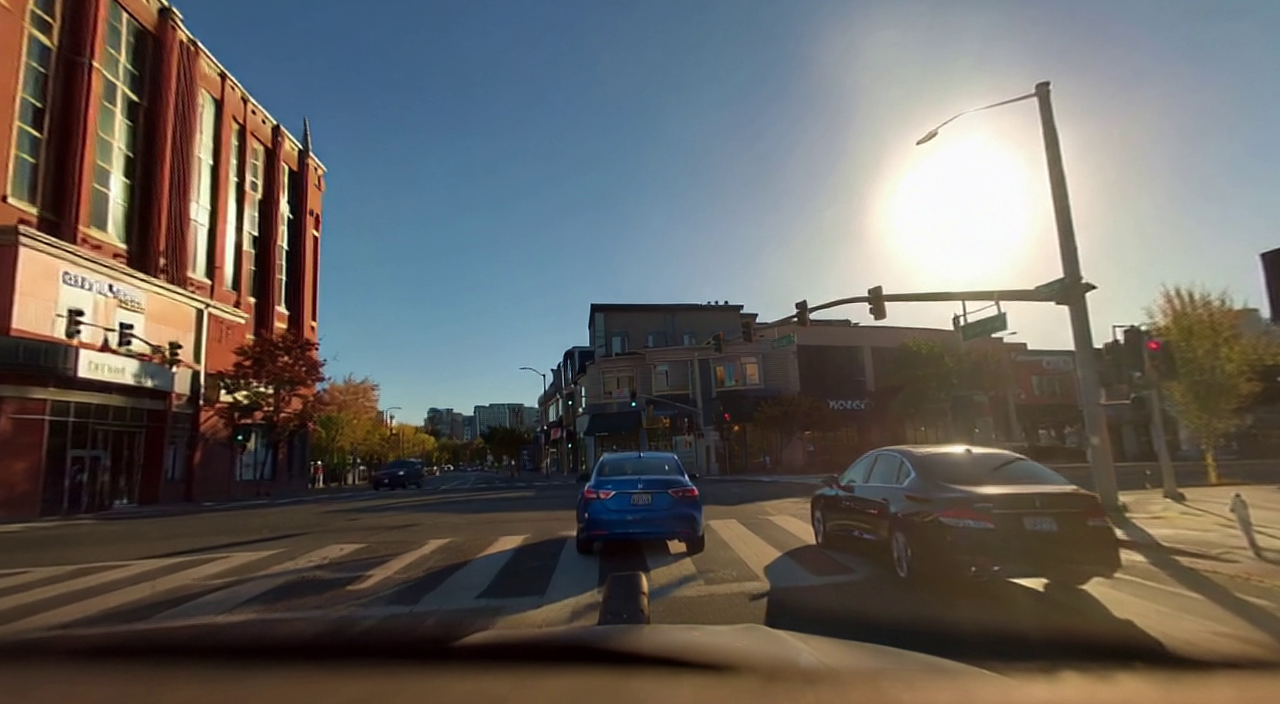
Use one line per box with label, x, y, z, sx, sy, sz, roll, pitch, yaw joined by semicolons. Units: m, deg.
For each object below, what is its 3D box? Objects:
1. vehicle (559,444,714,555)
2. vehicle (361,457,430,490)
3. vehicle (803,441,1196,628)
vehicle;-0.070;2.319;10.647;2.094;1.481;4.078;0;-9;-1
vehicle;-14.713;7.303;38.251;2.126;1.782;4.880;0;-9;1
vehicle;3.342;1.729;7.004;1.860;1.430;4.089;0;-9;-1
